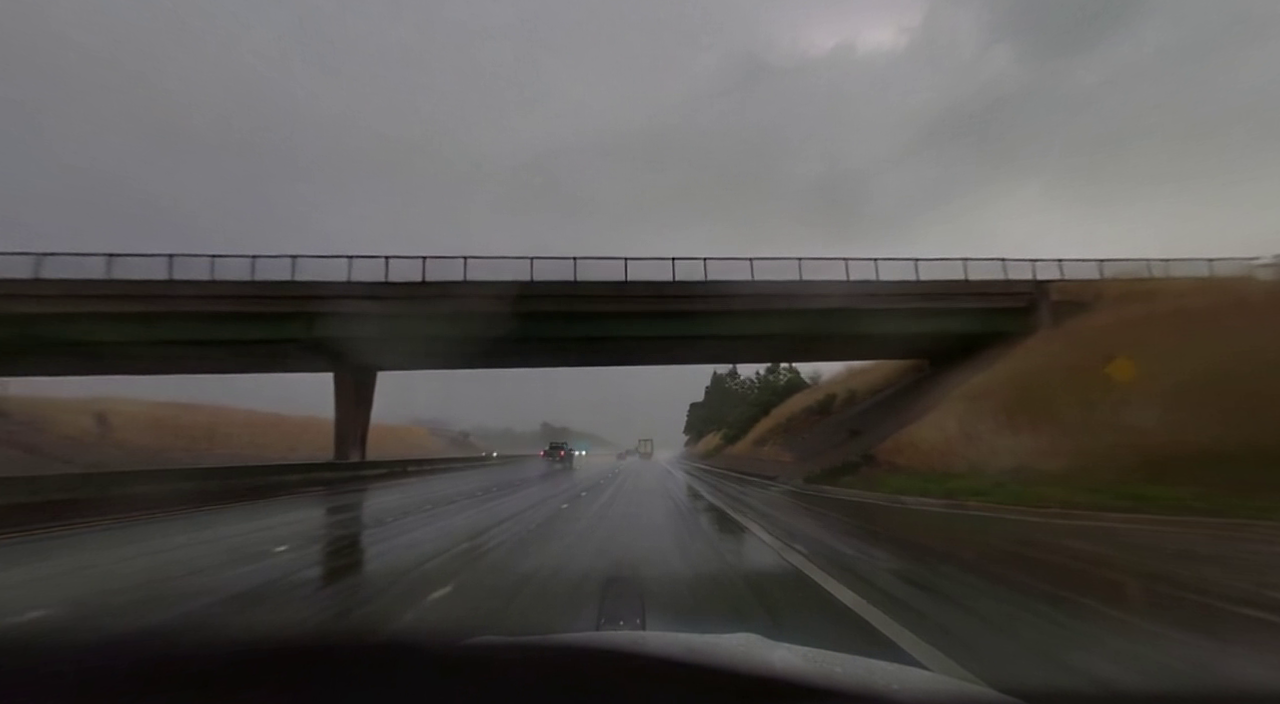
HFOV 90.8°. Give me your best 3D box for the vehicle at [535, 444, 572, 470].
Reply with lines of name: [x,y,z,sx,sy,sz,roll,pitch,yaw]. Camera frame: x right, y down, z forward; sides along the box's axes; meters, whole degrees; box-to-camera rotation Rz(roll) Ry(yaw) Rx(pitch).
vehicle: [-6.744,8.244,49.780,2.232,1.947,5.180,0,-9,0]
